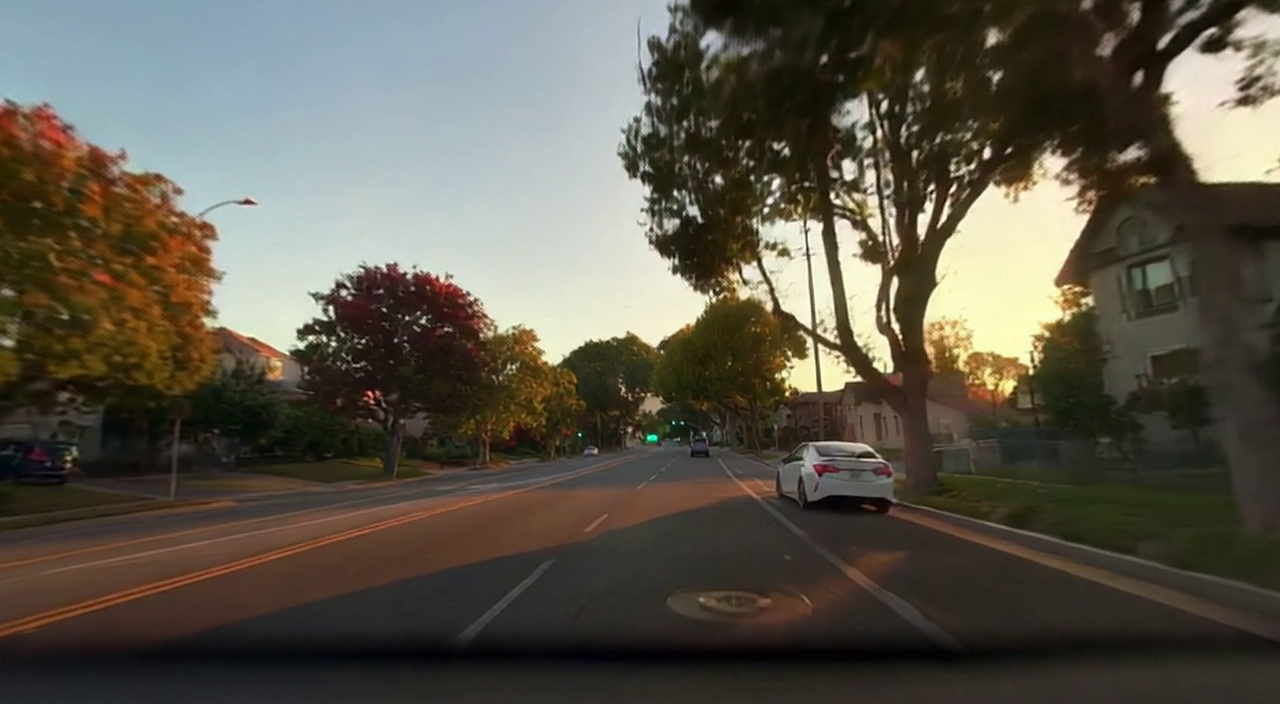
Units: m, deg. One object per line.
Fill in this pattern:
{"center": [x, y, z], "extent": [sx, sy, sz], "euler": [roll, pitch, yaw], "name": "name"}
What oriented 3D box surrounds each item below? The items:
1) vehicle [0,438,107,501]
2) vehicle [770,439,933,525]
{"center": [-22.477, 4.145, 22.429], "extent": [5.134, 2.110, 2.040], "euler": [0, -8, 0], "name": "vehicle"}
{"center": [4.123, 2.576, 13.248], "extent": [1.993, 1.457, 4.599], "euler": [-1, -8, 3], "name": "vehicle"}
